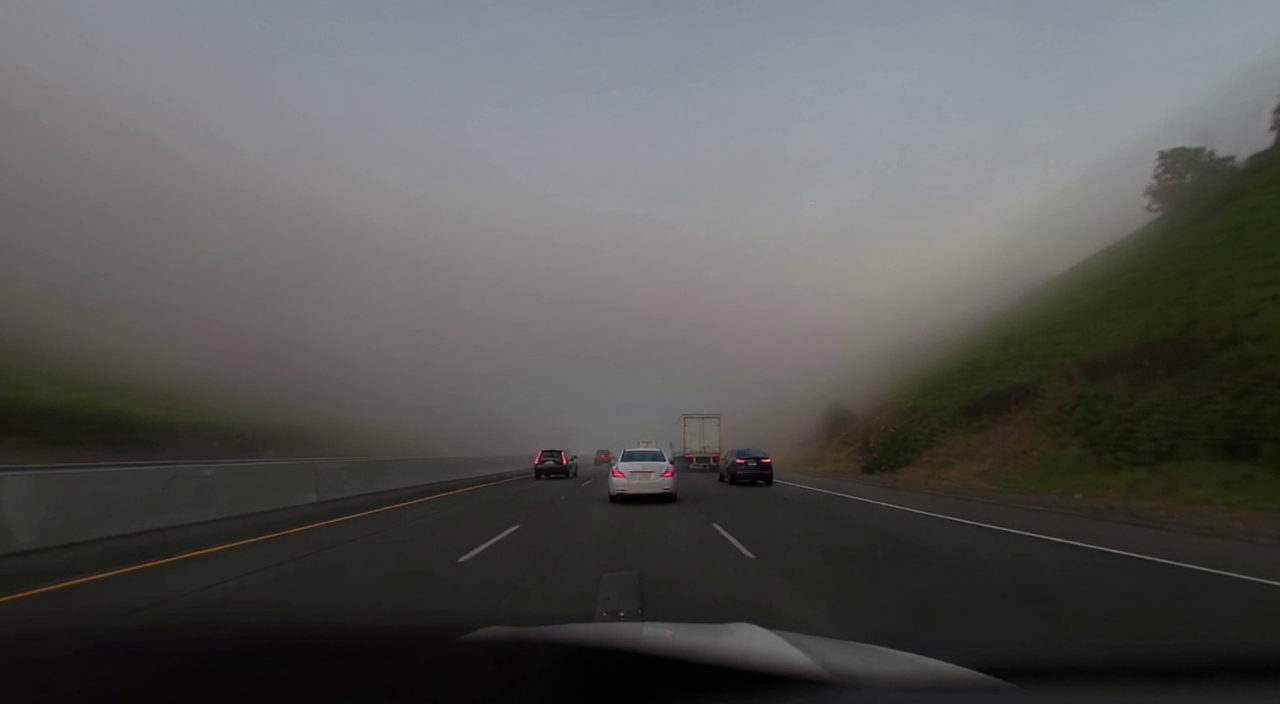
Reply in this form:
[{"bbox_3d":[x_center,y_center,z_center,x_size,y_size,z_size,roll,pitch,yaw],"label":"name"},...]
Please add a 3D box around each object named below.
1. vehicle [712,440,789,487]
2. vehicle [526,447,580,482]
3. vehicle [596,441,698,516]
[{"bbox_3d":[4.059,4.200,23.977,2.029,1.579,4.484,0,-9,-1],"label":"vehicle"},{"bbox_3d":[-3.879,5.091,28.778,1.848,1.486,3.832,-1,-9,2],"label":"vehicle"},{"bbox_3d":[0.147,2.850,14.559,2.041,1.484,3.535,0,-9,0],"label":"vehicle"}]
